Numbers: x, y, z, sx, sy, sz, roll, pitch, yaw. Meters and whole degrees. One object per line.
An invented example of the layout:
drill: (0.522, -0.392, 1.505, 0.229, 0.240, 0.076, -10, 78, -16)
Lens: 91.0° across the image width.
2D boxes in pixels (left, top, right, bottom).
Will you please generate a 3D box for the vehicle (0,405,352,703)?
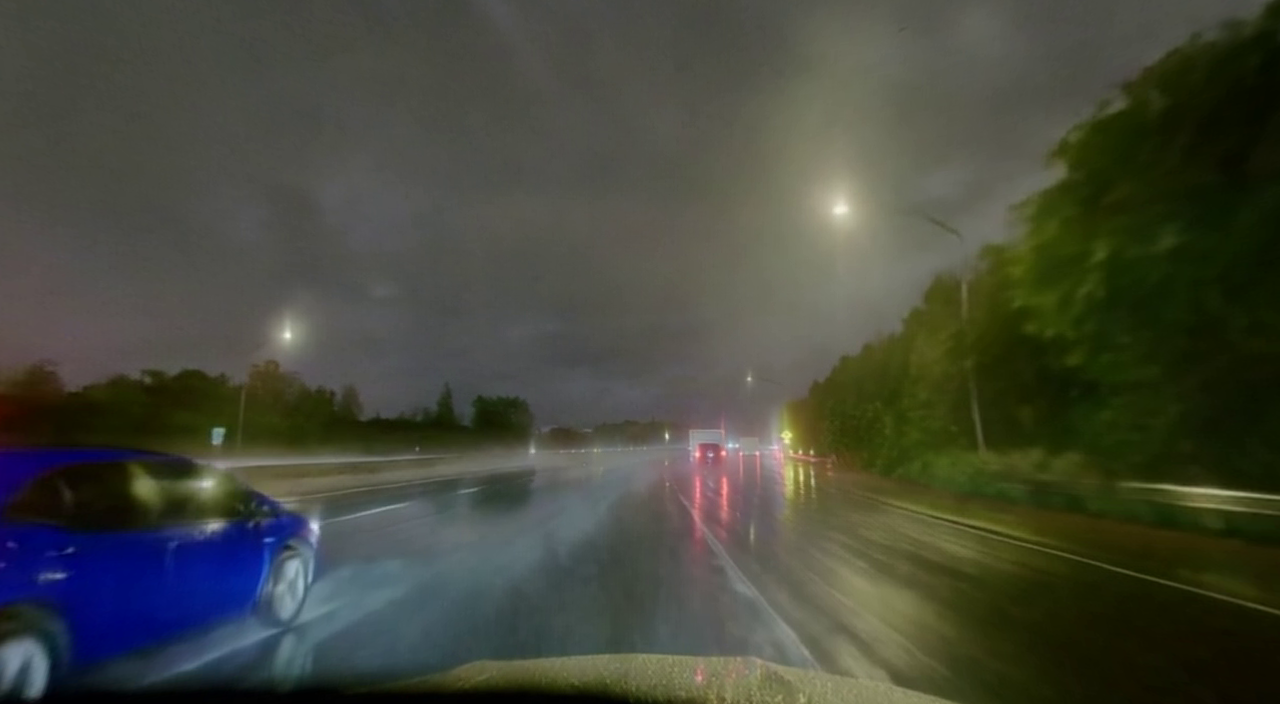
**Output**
vehicle: (-3.469, 1.075, 3.147, 1.937, 1.490, 4.372, -1, -9, 1)

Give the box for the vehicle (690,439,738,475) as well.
vehicle: (4.006, 5.767, 34.768, 2.225, 1.833, 4.340, -1, -9, 1)
